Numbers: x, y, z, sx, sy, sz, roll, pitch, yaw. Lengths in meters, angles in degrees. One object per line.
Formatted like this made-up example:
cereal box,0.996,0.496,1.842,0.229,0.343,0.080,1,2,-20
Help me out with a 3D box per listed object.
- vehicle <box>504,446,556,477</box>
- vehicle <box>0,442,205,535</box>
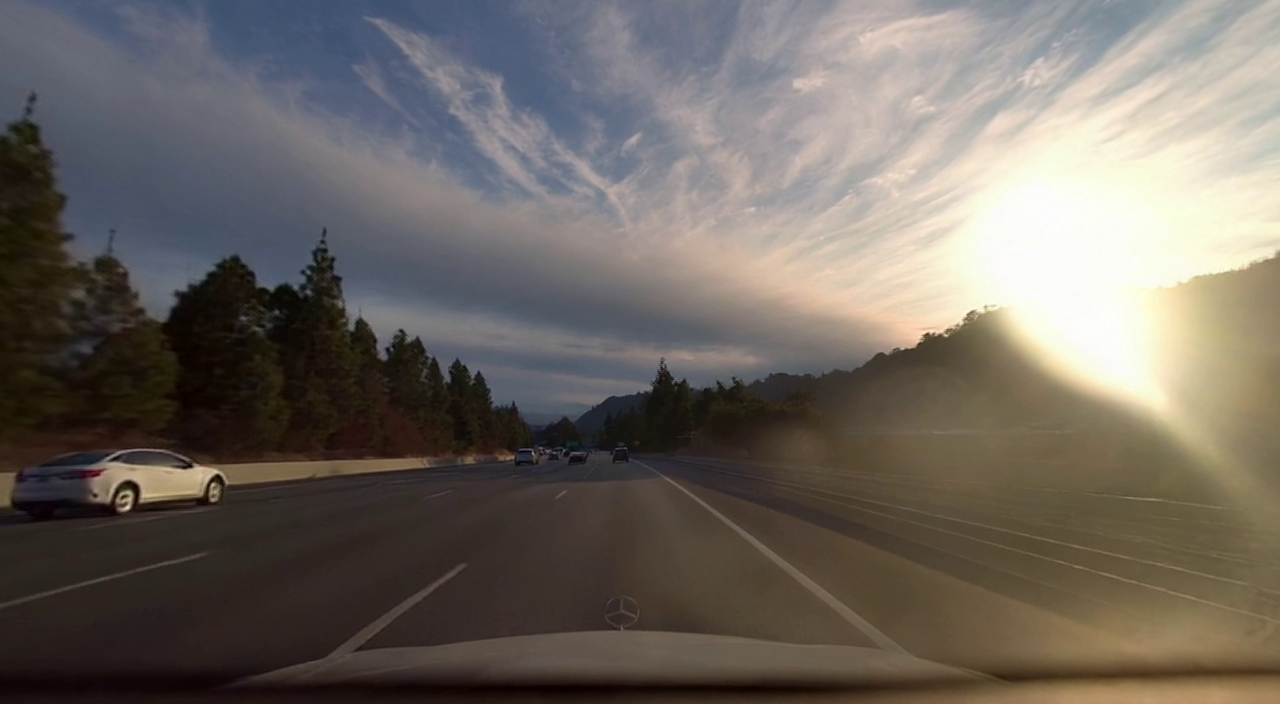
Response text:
vehicle,-5.622,5.642,32.675,2.120,1.458,4.031,0,-9,-2
vehicle,-11.327,2.587,12.601,1.960,1.487,4.593,0,-9,0
